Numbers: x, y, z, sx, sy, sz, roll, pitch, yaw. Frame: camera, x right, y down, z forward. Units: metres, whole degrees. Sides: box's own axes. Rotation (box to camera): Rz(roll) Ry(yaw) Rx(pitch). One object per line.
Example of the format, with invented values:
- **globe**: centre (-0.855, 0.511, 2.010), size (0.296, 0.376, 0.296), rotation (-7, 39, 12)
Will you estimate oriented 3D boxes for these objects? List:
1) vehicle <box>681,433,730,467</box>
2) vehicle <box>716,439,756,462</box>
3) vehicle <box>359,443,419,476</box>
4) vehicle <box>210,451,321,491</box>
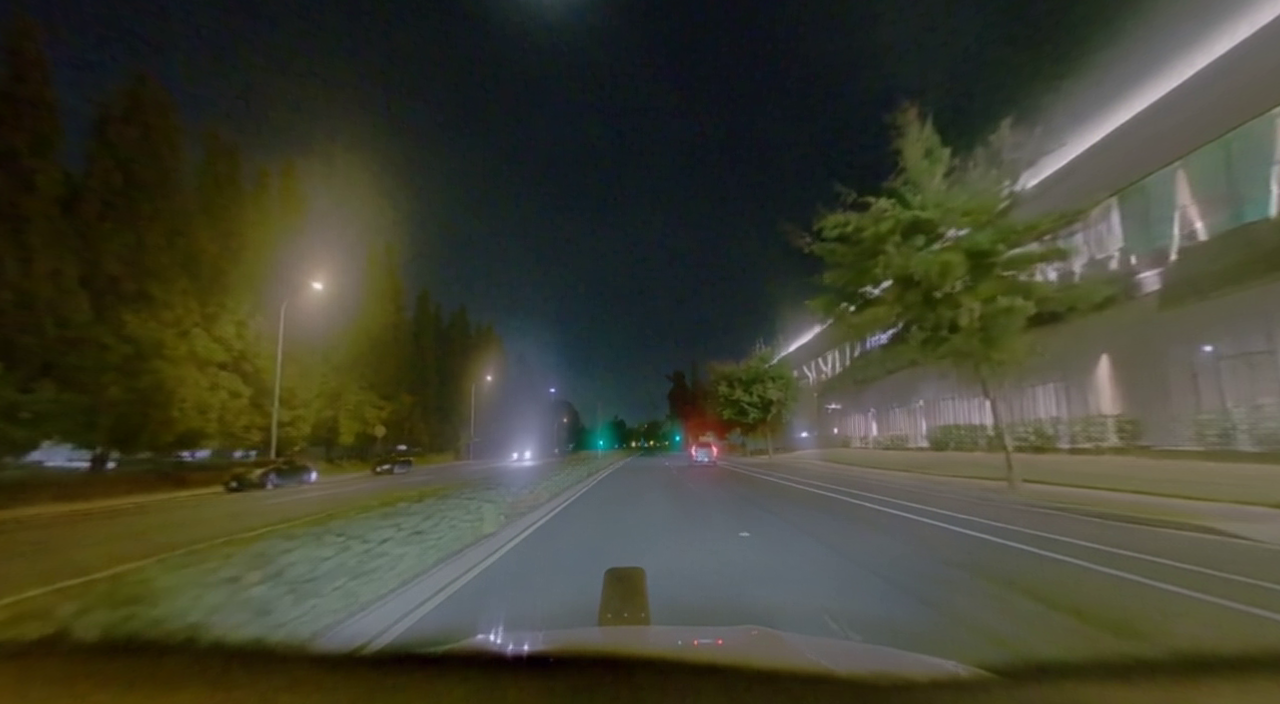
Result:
- **vehicle**: centre (3.526, 5.371, 34.693), size (2.143, 1.759, 4.378), rotation (0, -8, -1)
- **vehicle**: centre (6.594, 6.835, 43.806), size (2.100, 1.491, 4.563), rotation (0, -8, 0)
- **vehicle**: centre (-16.426, 7.012, 41.559), size (2.070, 1.892, 4.708), rotation (-2, -8, 0)
- **vehicle**: centre (-16.499, 5.231, 28.102), size (2.009, 1.540, 4.849), rotation (0, -8, 0)
